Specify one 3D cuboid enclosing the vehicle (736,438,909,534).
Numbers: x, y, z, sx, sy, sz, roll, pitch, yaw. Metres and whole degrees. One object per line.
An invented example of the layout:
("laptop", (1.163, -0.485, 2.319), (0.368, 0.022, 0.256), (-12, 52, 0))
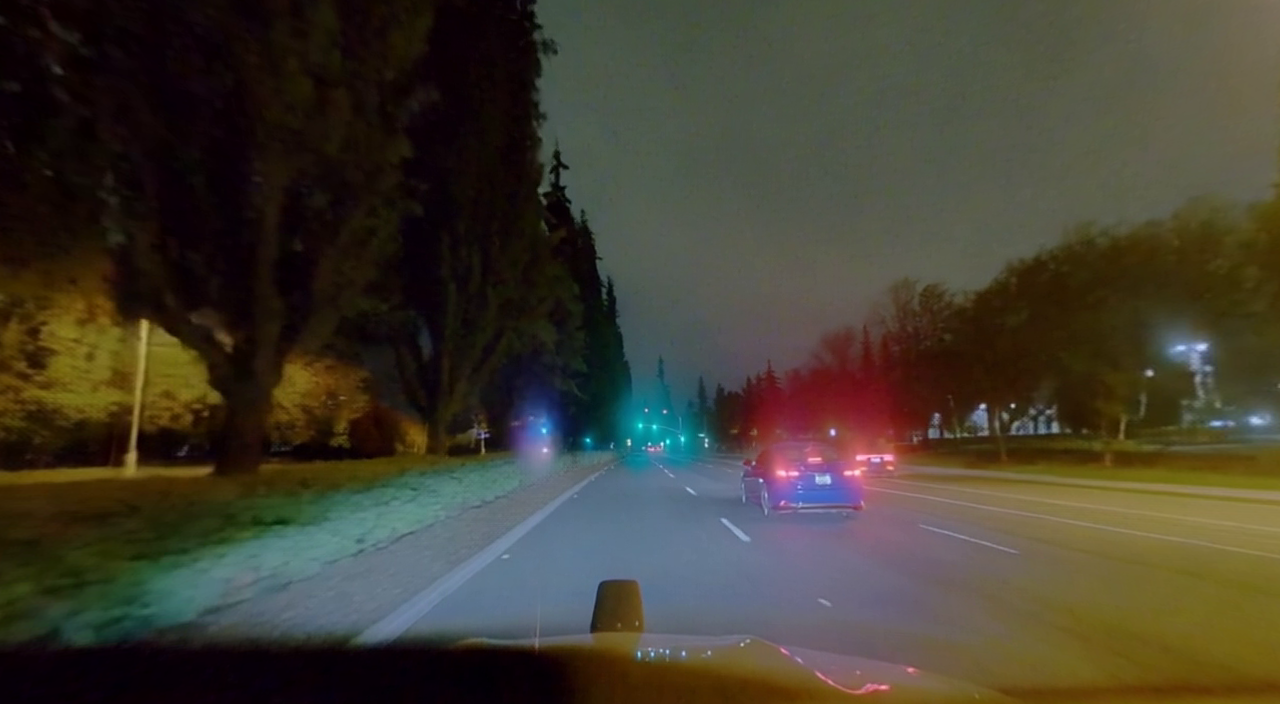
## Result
("vehicle", (3.169, 2.417, 12.021), (1.950, 1.473, 4.259), (0, -9, -1))
